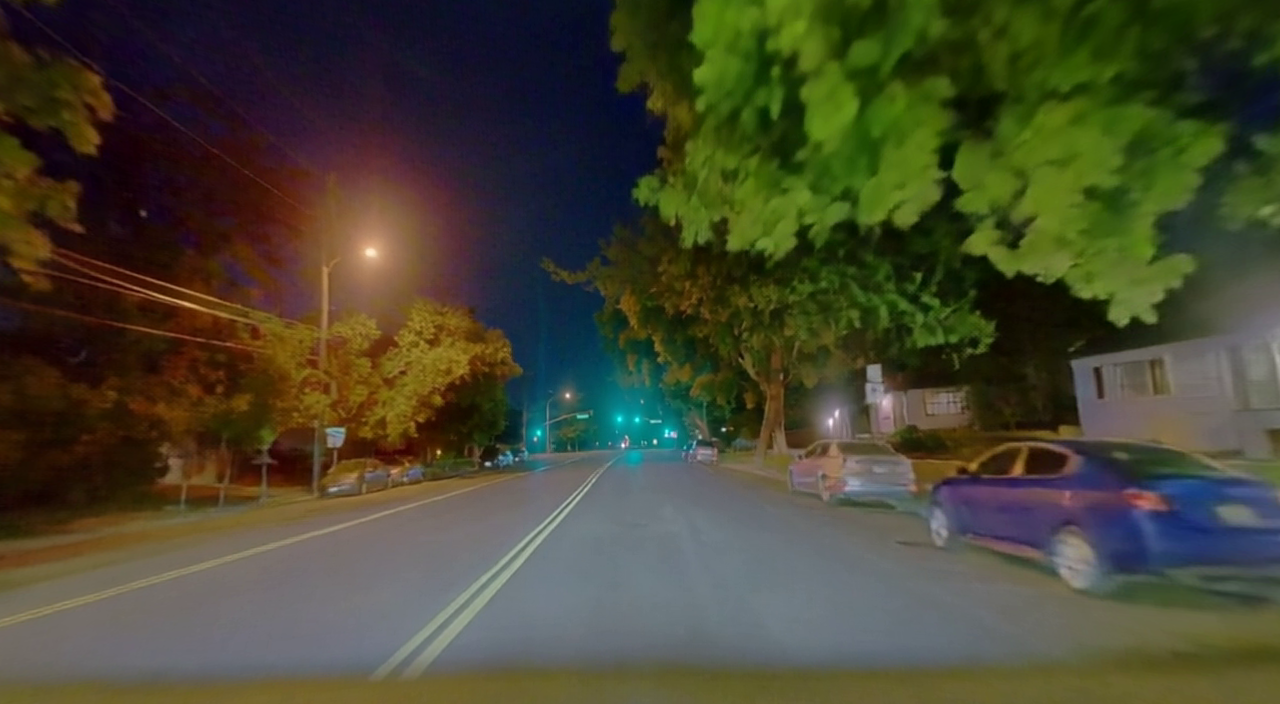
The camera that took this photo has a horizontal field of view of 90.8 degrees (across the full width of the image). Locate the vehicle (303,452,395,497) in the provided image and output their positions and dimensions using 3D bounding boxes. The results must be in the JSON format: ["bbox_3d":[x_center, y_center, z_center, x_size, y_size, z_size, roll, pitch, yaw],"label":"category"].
[{"bbox_3d":[-11.665,4.891,25.643,1.845,1.626,4.105,0,-8,-2],"label":"vehicle"}]

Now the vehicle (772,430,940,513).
[{"bbox_3d":[4.464,2.537,13.964,1.887,1.480,4.731,0,-8,-2],"label":"vehicle"}]

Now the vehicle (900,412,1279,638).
[{"bbox_3d":[4.547,1.478,6.440,1.924,1.516,4.163,0,-8,-1],"label":"vehicle"}]

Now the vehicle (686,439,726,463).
[{"bbox_3d":[4.230,6.465,41.371,2.010,1.461,4.247,0,-8,-2],"label":"vehicle"}]
